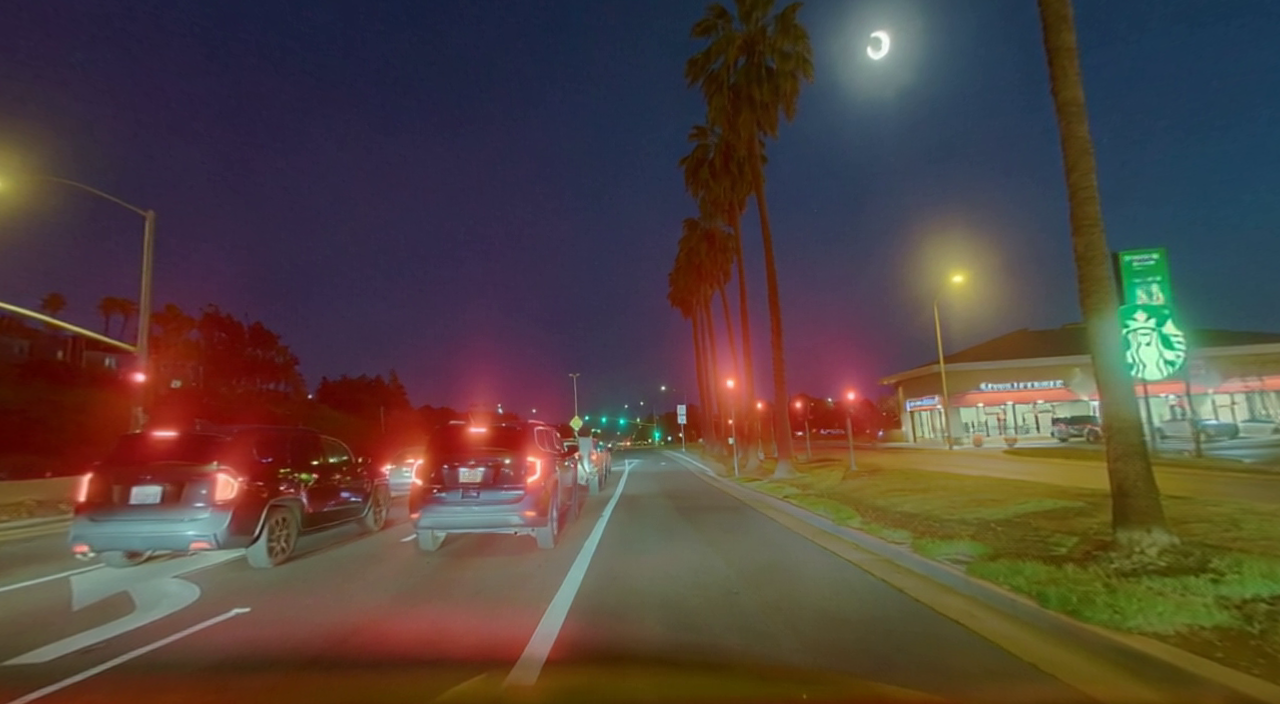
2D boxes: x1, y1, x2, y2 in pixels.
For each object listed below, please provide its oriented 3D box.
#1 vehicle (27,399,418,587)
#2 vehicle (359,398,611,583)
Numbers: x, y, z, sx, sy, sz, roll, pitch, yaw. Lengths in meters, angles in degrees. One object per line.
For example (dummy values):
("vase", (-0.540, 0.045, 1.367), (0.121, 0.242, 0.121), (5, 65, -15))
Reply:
("vehicle", (-5.025, 1.768, 8.760), (2.025, 1.862, 4.804), (0, -9, 1))
("vehicle", (-1.584, 1.662, 8.299), (2.153, 1.759, 4.320), (0, -9, 1))
